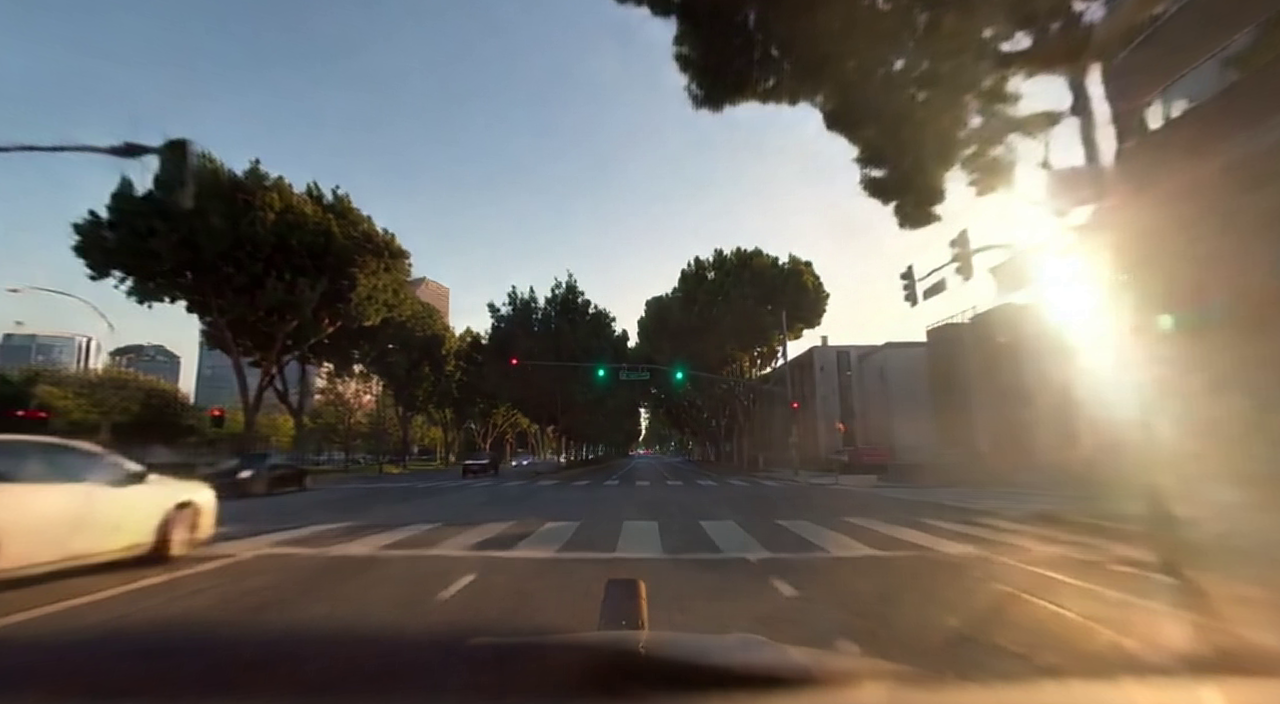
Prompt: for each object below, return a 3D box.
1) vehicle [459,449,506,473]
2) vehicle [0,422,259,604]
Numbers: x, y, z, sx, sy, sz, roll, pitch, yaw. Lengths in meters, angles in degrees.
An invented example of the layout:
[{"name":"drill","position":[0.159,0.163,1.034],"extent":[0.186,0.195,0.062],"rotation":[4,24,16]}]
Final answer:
[{"name":"vehicle","position":[-11.423,7.906,45.787],"extent":[2.069,1.673,4.853],"rotation":[0,-9,1]},{"name":"vehicle","position":[-6.490,1.566,6.545],"extent":[1.876,1.570,4.980],"rotation":[0,-9,0]}]
